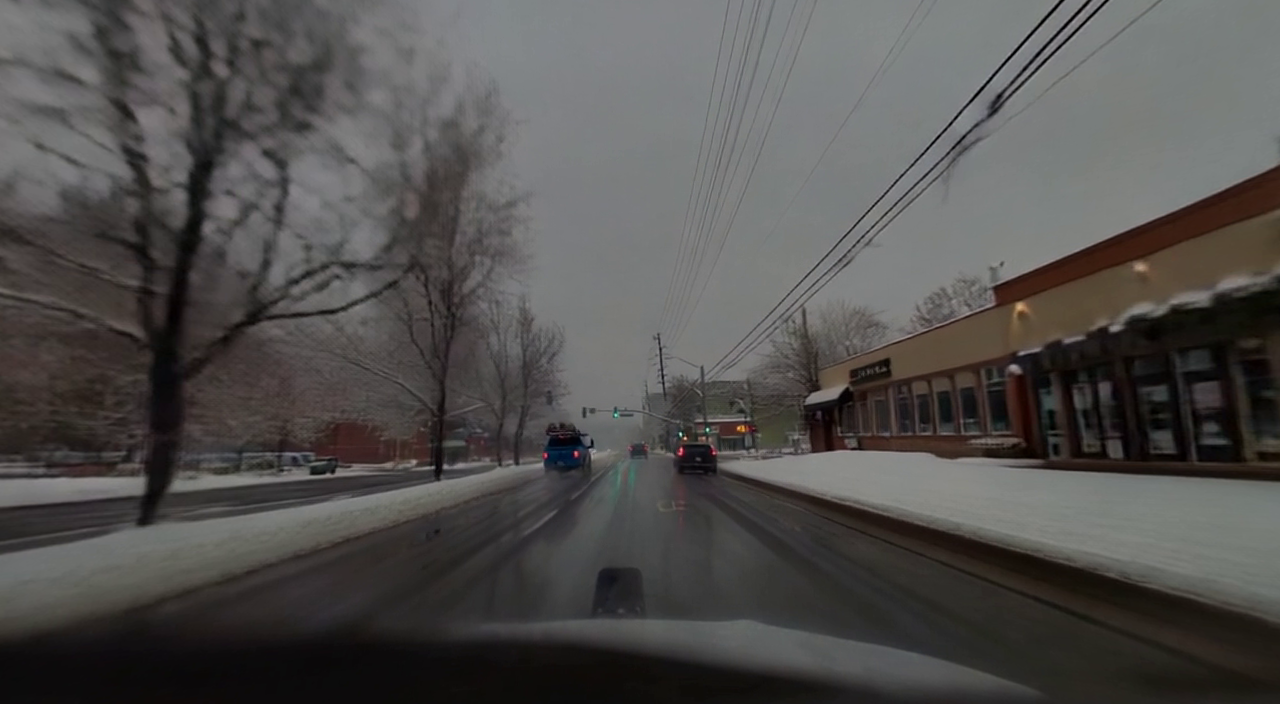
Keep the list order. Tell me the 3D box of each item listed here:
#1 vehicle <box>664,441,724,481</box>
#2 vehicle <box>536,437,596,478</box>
[{"bbox_3d":[2.135,4.476,26.133,2.103,1.487,4.101,0,-9,0],"label":"vehicle"},{"bbox_3d":[-3.453,5.049,30.583,2.464,1.777,5.128,0,-9,-2],"label":"vehicle"}]
